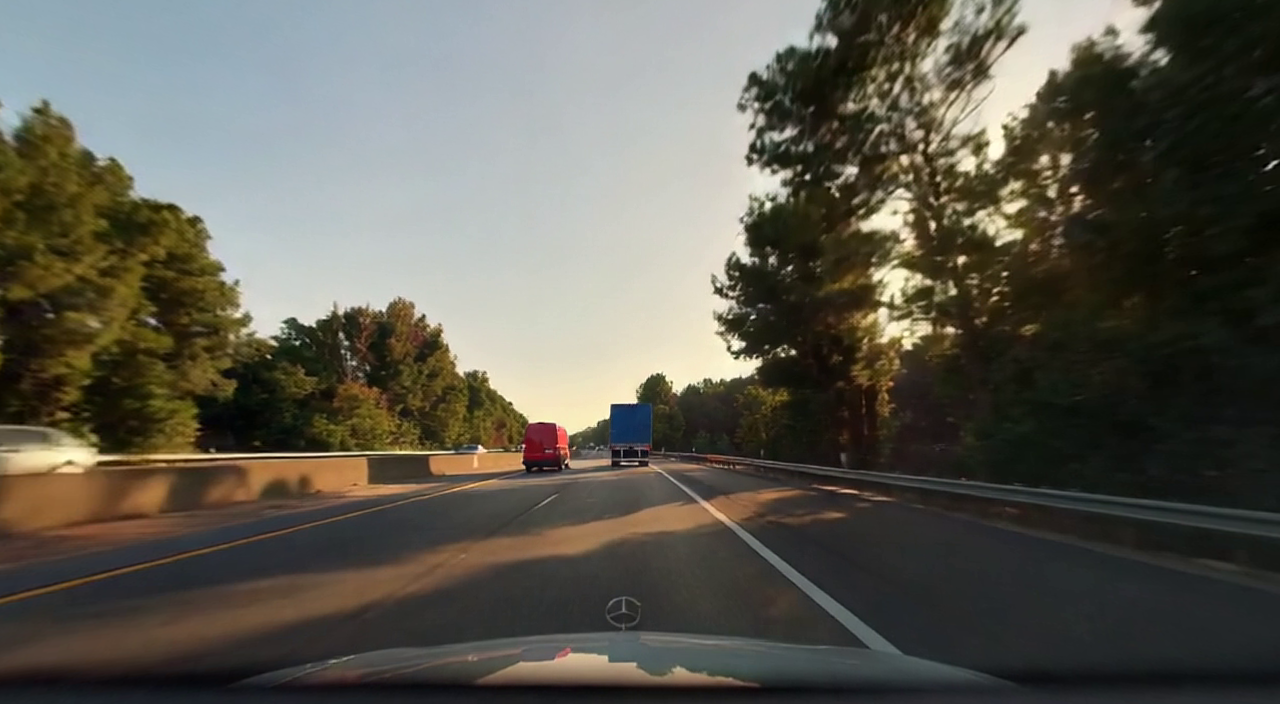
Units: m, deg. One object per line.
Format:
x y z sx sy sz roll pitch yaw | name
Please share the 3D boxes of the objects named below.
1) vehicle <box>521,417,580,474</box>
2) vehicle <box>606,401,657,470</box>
-4.712 5.110 34.322 2.357 2.786 6.144 0 -9 -1 | vehicle
-0.581 5.722 42.480 2.995 4.036 10.311 0 -9 -1 | vehicle
